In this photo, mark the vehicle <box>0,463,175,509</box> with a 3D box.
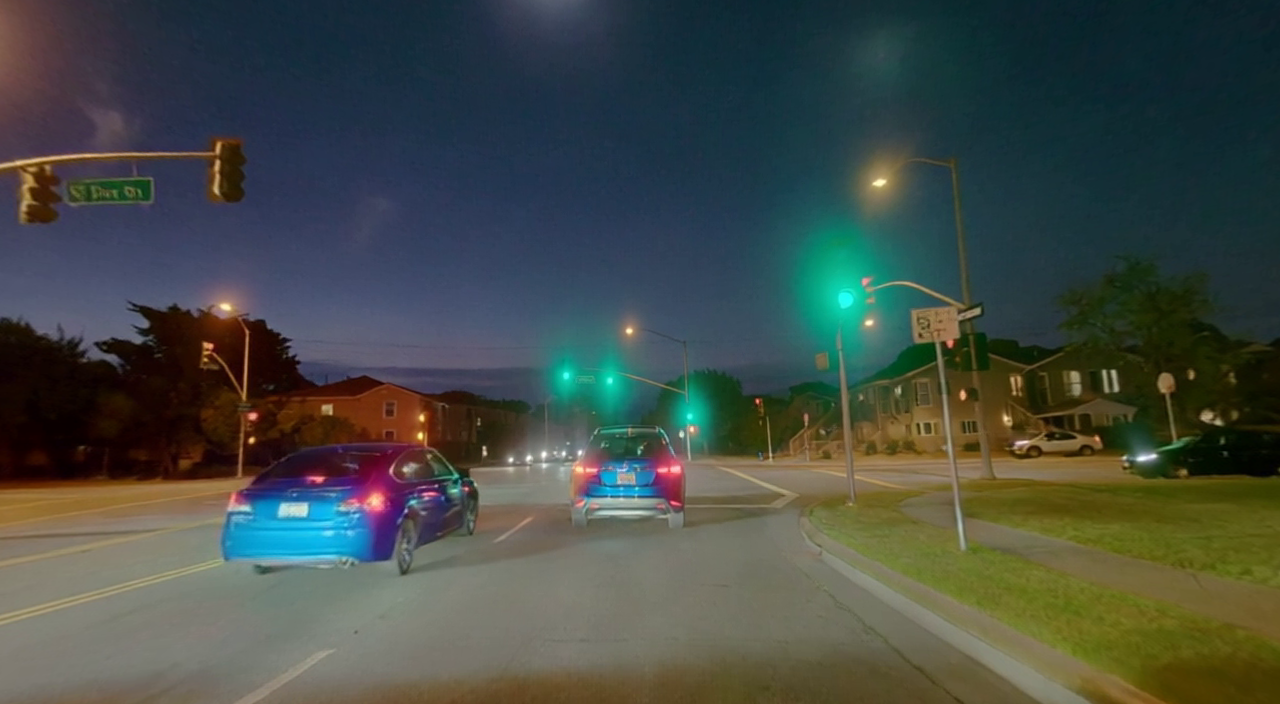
[{"bbox_3d":[-19.365,4.660,22.233,4.678,1.417,2.065,-2,-9,10],"label":"vehicle"}]

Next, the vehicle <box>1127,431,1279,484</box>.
[{"bbox_3d":[17.234,3.006,18.117,4.715,1.439,1.874,-2,-9,14],"label":"vehicle"}]

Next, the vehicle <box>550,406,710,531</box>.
[{"bbox_3d":[-0.188,2.100,11.921,2.396,1.881,4.606,0,-8,-1],"label":"vehicle"}]

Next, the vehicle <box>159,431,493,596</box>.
[{"bbox_3d":[-3.334,1.777,7.910,1.934,1.459,4.368,0,-8,0],"label":"vehicle"}]

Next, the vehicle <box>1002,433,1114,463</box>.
[{"bbox_3d":[21.351,4.930,32.471,4.353,1.431,1.876,-2,-9,14],"label":"vehicle"}]
